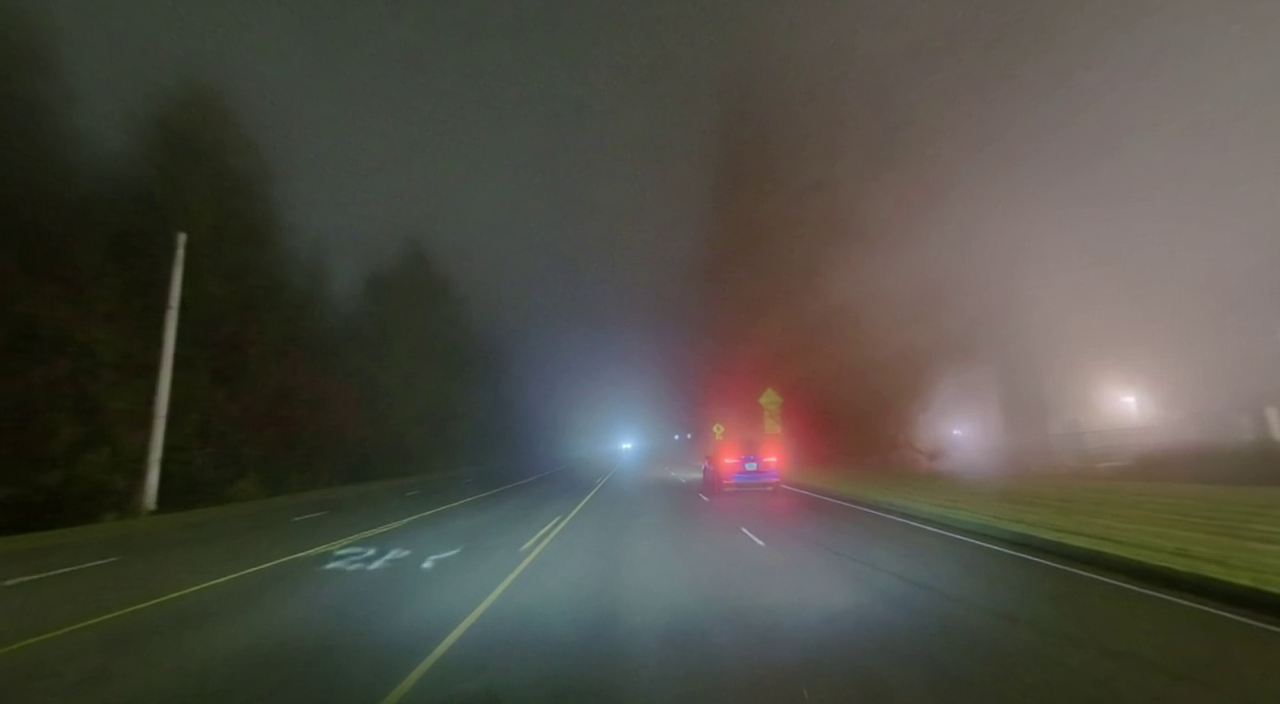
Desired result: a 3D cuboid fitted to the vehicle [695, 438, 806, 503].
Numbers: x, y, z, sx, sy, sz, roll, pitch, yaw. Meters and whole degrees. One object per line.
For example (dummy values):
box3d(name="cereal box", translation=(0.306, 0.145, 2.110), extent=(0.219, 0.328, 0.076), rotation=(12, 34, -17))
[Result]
box3d(name="vehicle", translation=(2.721, 3.037, 16.679), extent=(2.042, 1.469, 4.470), rotation=(0, -8, -1))
